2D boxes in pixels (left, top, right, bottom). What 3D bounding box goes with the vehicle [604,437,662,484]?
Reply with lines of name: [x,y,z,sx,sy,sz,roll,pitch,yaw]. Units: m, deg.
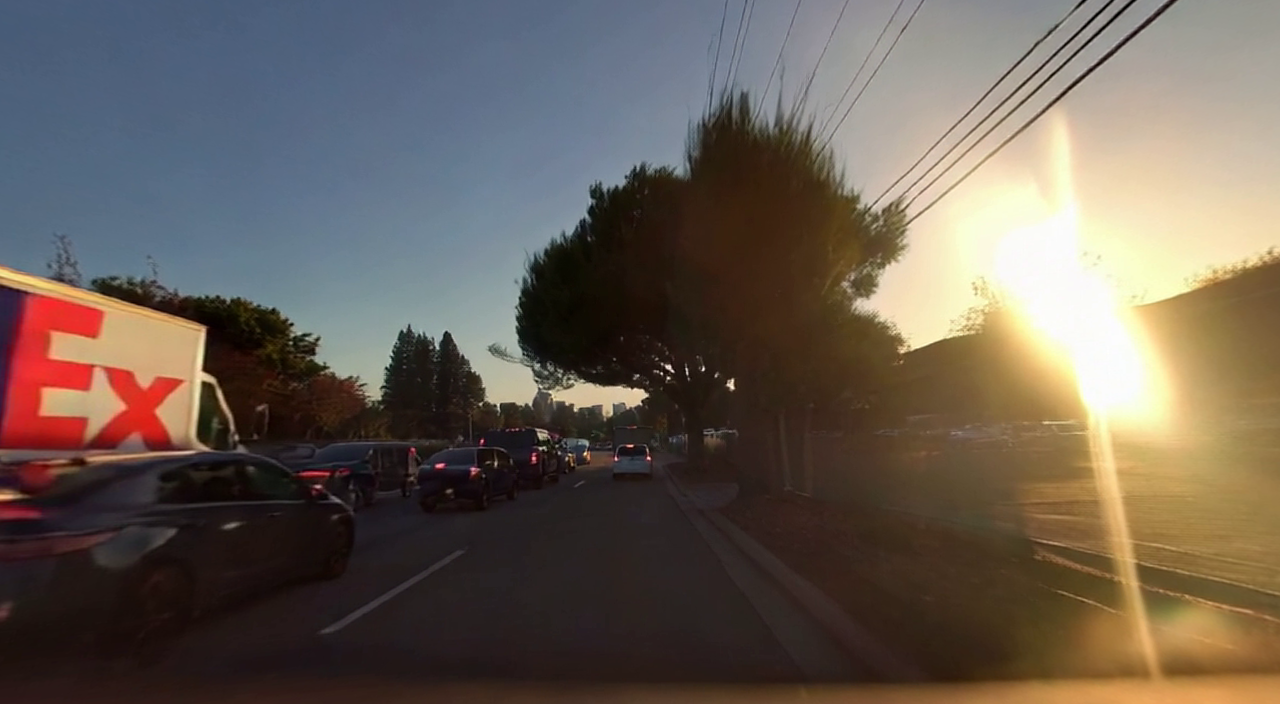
vehicle: [-0.267,4.210,24.748,2.055,1.671,4.147,0,-9,-1]

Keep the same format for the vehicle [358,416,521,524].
vehicle: [-3.928,2.409,13.313,1.956,1.865,4.624,0,-9,-1]

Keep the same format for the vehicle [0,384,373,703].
vehicle: [-3.947,1.242,4.657,2.014,1.637,4.382,0,-9,0]

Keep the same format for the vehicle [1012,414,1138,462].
vehicle: [32.779,6.568,47.670,7.142,3.385,2.919,0,-10,2]

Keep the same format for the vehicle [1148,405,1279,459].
vehicle: [40.522,5.570,43.779,7.613,2.990,2.868,-5,-8,-2]
